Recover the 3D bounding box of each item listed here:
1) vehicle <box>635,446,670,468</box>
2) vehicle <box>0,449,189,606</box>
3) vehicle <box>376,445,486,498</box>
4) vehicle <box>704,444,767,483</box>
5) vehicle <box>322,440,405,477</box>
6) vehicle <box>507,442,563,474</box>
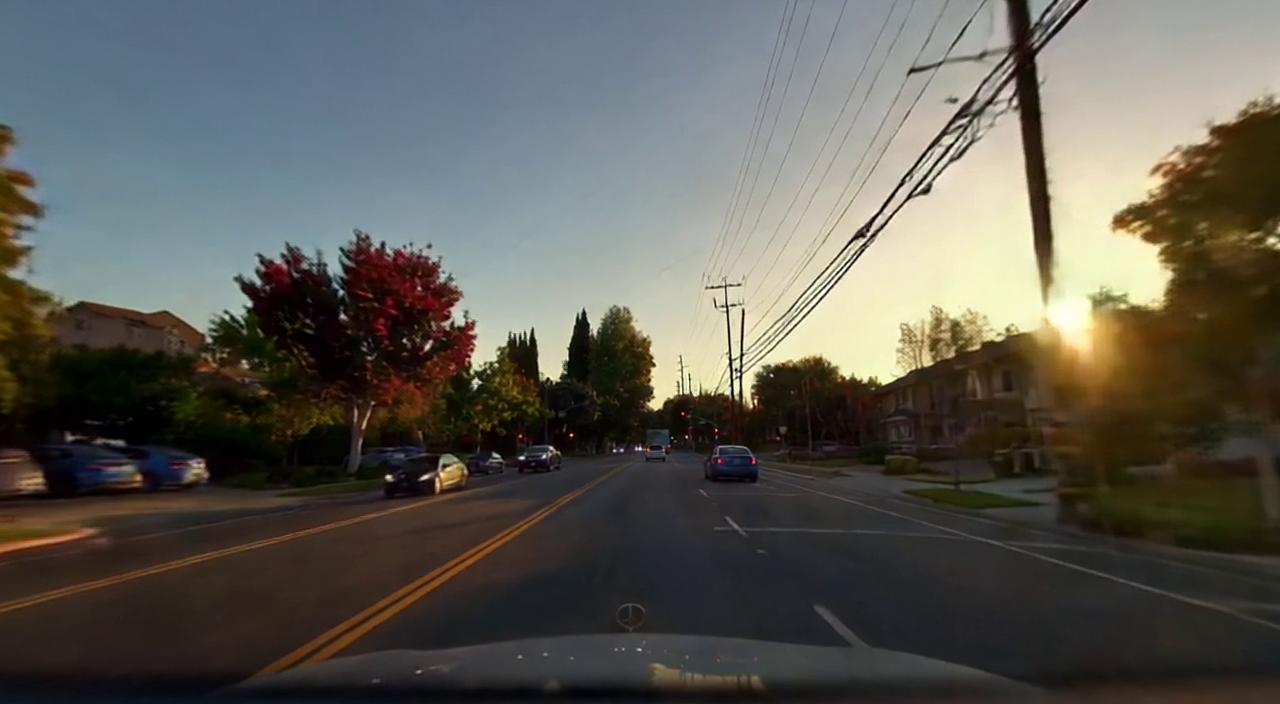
[{"bbox_3d":[0.864,7.119,42.870,2.298,1.359,4.081,0,-8,1],"label":"vehicle"},{"bbox_3d":[-7.112,1.689,6.074,2.168,1.439,4.457,0,-8,1],"label":"vehicle"},{"bbox_3d":[-6.848,3.941,21.258,1.997,1.566,4.637,0,-8,2],"label":"vehicle"},{"bbox_3d":[3.889,4.618,26.456,1.951,1.479,4.487,0,-8,0],"label":"vehicle"},{"bbox_3d":[-16.094,6.181,37.114,2.244,1.851,5.751,-2,-8,0],"label":"vehicle"},{"bbox_3d":[-6.307,6.444,38.529,2.303,1.789,5.423,-1,-8,2],"label":"vehicle"}]
